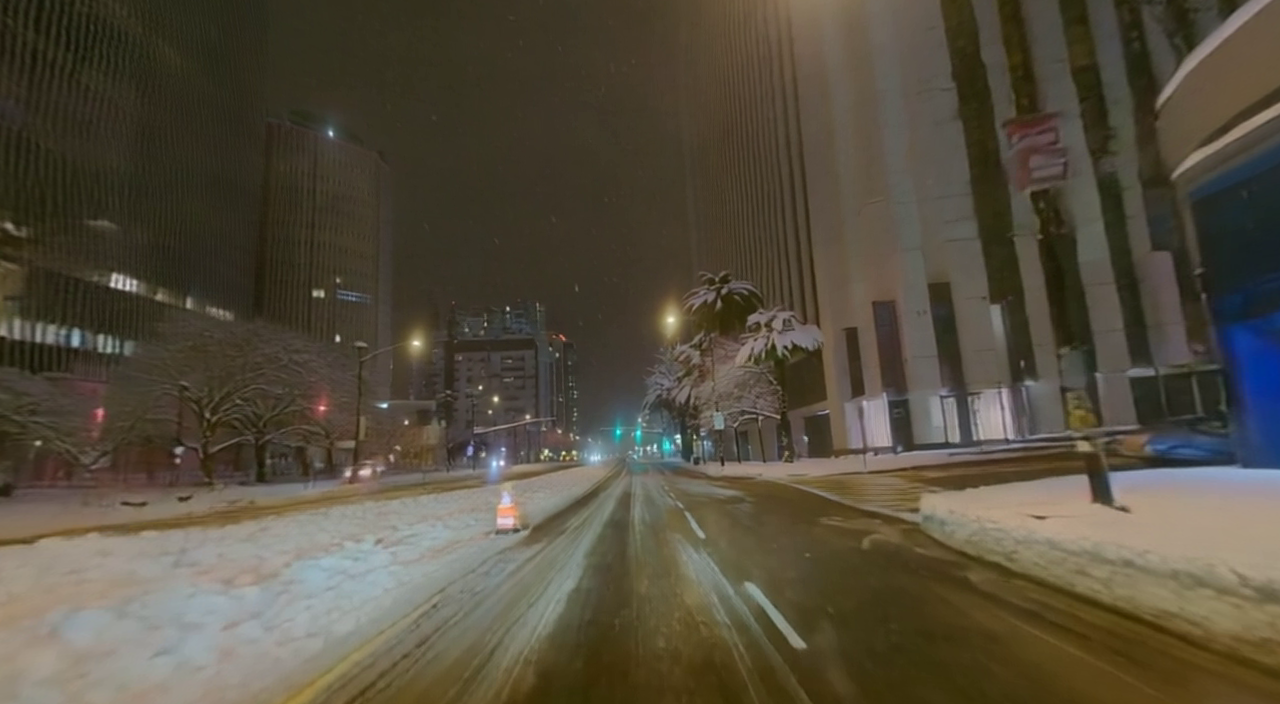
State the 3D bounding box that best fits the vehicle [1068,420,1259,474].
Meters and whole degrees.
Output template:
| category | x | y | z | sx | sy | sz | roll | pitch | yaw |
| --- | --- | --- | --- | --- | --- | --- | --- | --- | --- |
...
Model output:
| category | x | y | z | sx | sy | sz | roll | pitch | yaw |
| --- | --- | --- | --- | --- | --- | --- | --- | --- | --- |
| vehicle | 16.345 | 2.968 | 19.776 | 5.091 | 1.528 | 1.972 | 2 | -10 | -17 |
